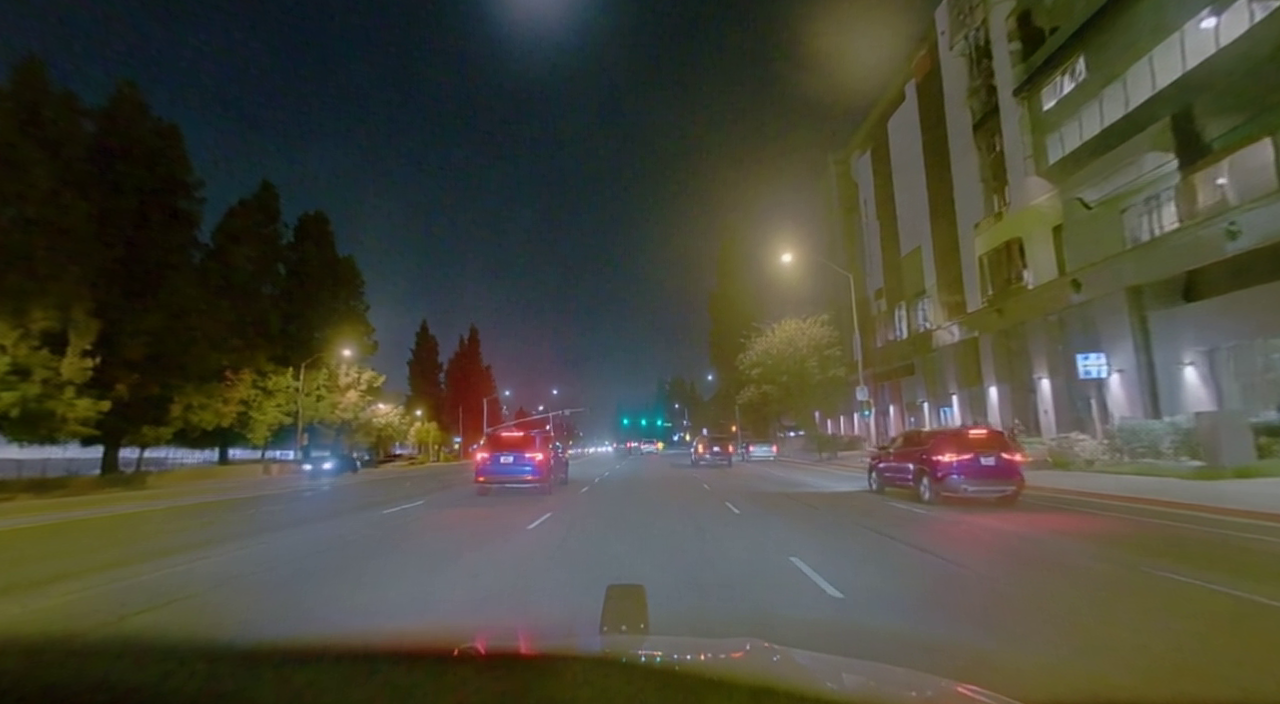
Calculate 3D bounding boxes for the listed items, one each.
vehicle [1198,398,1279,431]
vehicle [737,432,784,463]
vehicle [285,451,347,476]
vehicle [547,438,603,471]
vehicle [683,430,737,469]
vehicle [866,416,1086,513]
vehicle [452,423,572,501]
[{"bbox_3d":[40.627,4.210,41.906,2.022,1.925,5.391,0,-9,0],"label":"vehicle"},{"bbox_3d":[7.595,6.065,40.090,2.076,1.793,4.464,0,-9,0],"label":"vehicle"},{"bbox_3d":[-23.229,8.000,45.405,1.983,1.494,4.832,-4,-9,0],"label":"vehicle"},{"bbox_3d":[-3.017,4.880,30.131,2.036,1.465,4.301,-1,-8,2],"label":"vehicle"},{"bbox_3d":[3.447,4.928,31.886,2.178,1.804,4.766,0,-8,0],"label":"vehicle"},{"bbox_3d":[6.653,2.289,13.239,2.088,1.666,4.512,0,-9,0],"label":"vehicle"},{"bbox_3d":[-3.120,2.808,16.415,2.141,1.719,4.379,0,-9,1],"label":"vehicle"}]
